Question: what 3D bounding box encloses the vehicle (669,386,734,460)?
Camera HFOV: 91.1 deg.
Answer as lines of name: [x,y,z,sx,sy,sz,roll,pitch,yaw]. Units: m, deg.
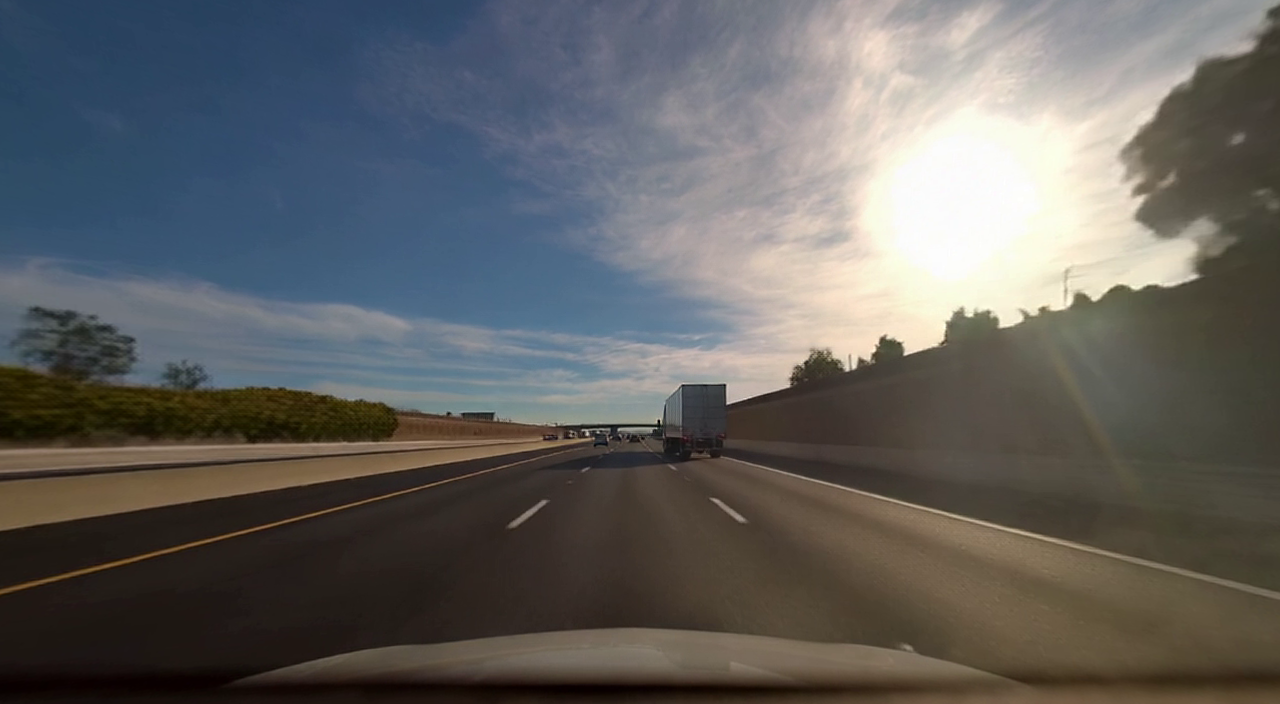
vehicle: [3.496,4.374,37.945,2.859,3.981,8.596,0,-8,-1]
